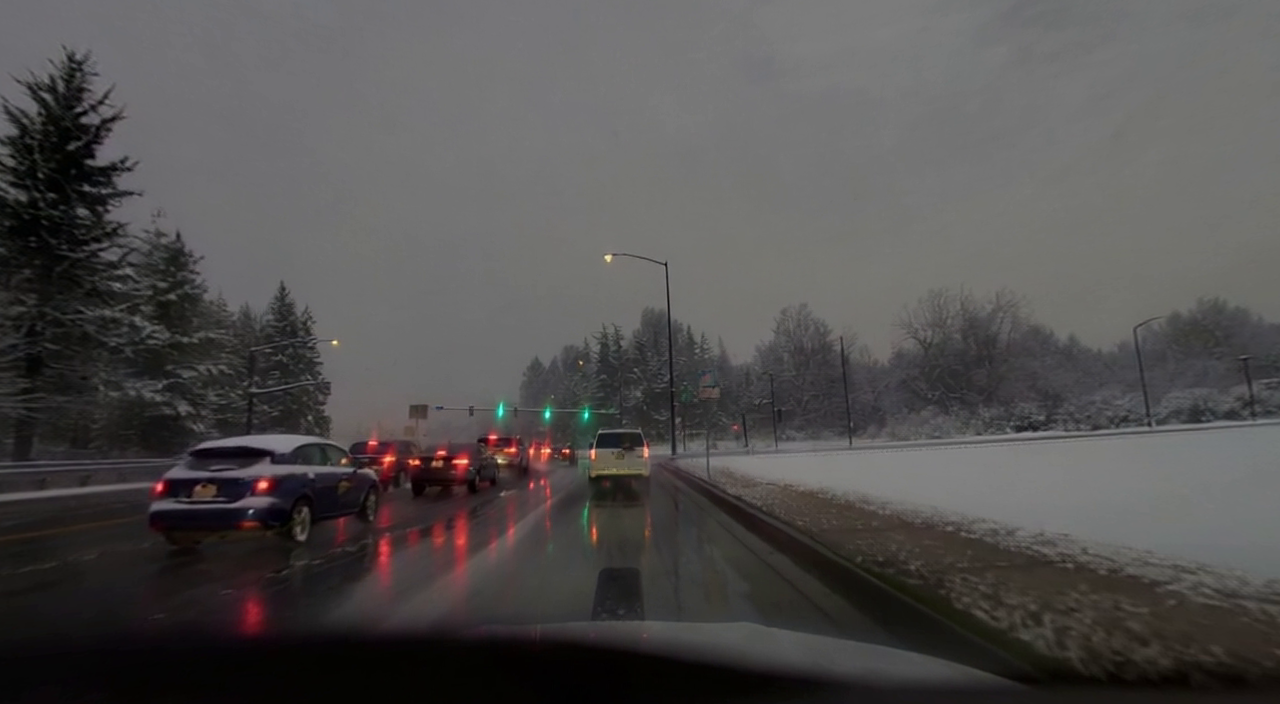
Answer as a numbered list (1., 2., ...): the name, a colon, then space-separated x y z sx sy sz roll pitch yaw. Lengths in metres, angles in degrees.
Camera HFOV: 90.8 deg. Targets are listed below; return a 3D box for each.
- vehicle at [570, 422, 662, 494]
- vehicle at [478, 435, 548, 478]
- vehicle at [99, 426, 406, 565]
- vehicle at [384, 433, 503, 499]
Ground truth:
1. vehicle: -0.692 3.069 18.590 2.368 1.829 4.293 0 -9 -2
2. vehicle: -5.590 4.670 28.473 2.188 1.774 4.477 0 -9 0
3. vehicle: -5.367 2.010 9.602 2.069 1.616 4.108 0 -9 -1
4. vehicle: -5.536 3.267 18.491 2.010 1.674 4.484 0 -9 1
